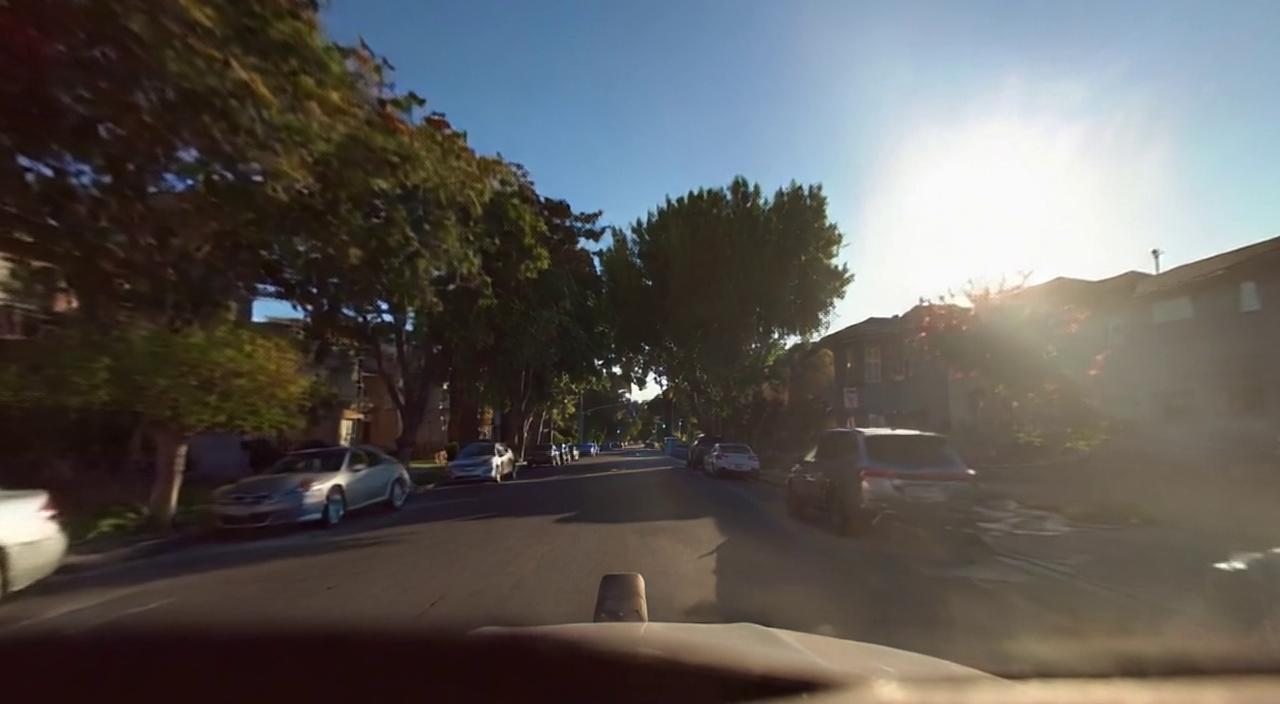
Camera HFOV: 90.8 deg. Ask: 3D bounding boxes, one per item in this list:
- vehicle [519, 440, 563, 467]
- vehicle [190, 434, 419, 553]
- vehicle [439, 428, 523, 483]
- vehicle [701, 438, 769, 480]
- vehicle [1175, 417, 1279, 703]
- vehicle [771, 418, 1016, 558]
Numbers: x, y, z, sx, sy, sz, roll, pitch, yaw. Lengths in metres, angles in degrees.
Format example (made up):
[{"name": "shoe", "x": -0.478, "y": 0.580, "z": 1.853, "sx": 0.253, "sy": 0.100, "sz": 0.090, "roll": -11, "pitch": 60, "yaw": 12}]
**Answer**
[{"name": "vehicle", "x": -5.871, "y": 6.077, "z": 37.939, "sx": 1.998, "sy": 1.485, "sz": 4.476, "roll": 0, "pitch": -8, "yaw": -1}, {"name": "vehicle", "x": -5.888, "y": 2.429, "z": 11.807, "sx": 1.901, "sy": 1.475, "sz": 4.425, "roll": -5, "pitch": -5, "yaw": -1}, {"name": "vehicle", "x": -6.000, "y": 3.986, "z": 24.443, "sx": 2.106, "sy": 1.760, "sz": 4.573, "roll": -4, "pitch": -9, "yaw": -2}, {"name": "vehicle", "x": 3.643, "y": 4.175, "z": 24.990, "sx": 1.968, "sy": 1.505, "sz": 4.368, "roll": 0, "pitch": -8, "yaw": -1}, {"name": "vehicle", "x": 3.487, "y": 0.727, "z": 0.608, "sx": 1.881, "sy": 1.482, "sz": 4.531, "roll": 0, "pitch": -8, "yaw": -2}, {"name": "vehicle", "x": 3.476, "y": 1.944, "z": 9.780, "sx": 1.950, "sy": 1.647, "sz": 4.425, "roll": 0, "pitch": -8, "yaw": 0}]
